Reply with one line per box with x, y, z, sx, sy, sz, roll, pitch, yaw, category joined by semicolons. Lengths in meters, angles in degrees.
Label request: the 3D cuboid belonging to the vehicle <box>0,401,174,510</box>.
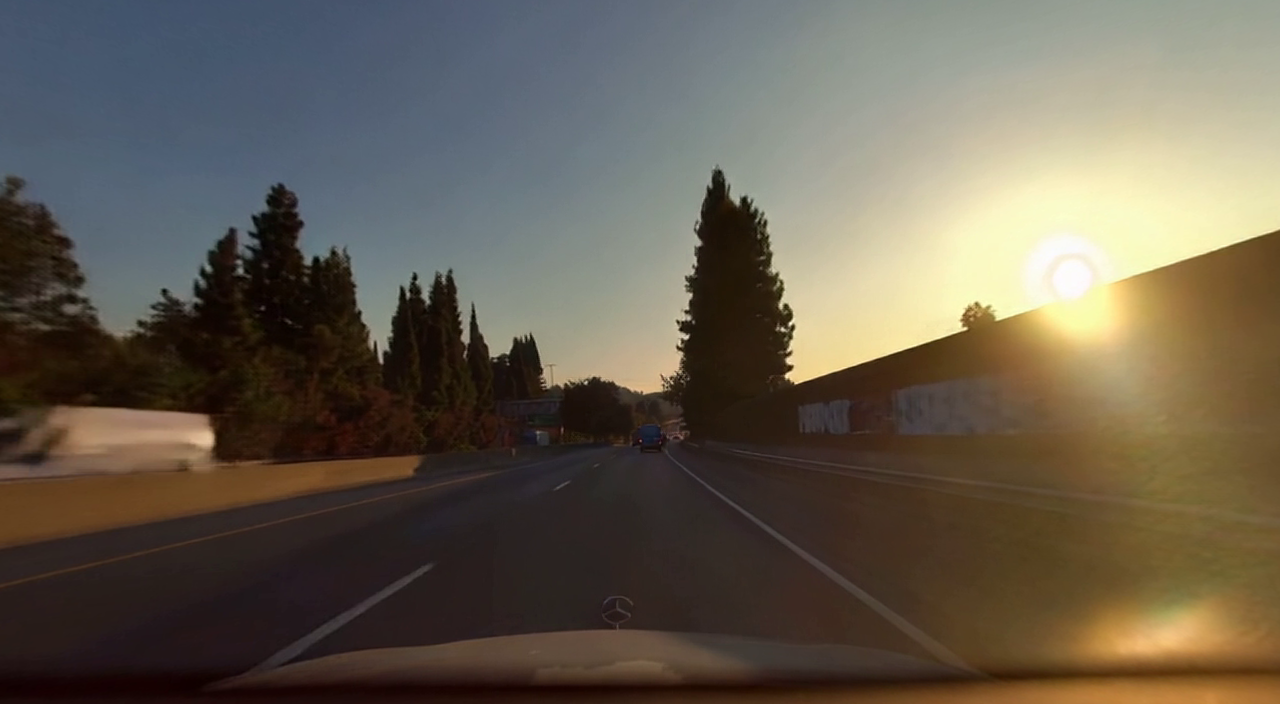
-14.507;2.461;15.313;2.452;2.234;5.008;0;-8;0;vehicle
